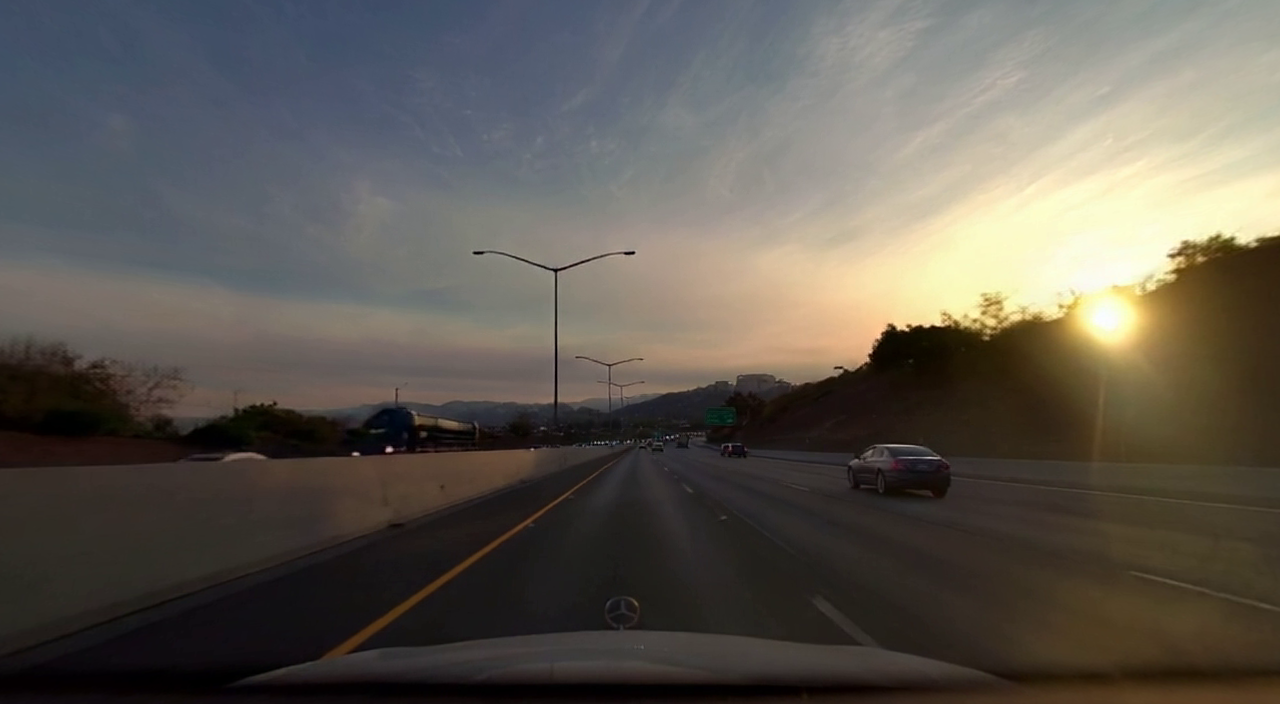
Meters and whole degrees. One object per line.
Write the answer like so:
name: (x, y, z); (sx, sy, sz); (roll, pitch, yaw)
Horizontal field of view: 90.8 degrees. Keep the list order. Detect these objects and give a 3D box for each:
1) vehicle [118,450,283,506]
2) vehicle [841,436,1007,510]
vehicle: (-13.564, 3.870, 19.922); (1.911, 1.500, 4.555); (0, -9, 0)
vehicle: (6.797, 2.924, 15.808); (1.901, 1.548, 4.684); (0, -9, -1)
